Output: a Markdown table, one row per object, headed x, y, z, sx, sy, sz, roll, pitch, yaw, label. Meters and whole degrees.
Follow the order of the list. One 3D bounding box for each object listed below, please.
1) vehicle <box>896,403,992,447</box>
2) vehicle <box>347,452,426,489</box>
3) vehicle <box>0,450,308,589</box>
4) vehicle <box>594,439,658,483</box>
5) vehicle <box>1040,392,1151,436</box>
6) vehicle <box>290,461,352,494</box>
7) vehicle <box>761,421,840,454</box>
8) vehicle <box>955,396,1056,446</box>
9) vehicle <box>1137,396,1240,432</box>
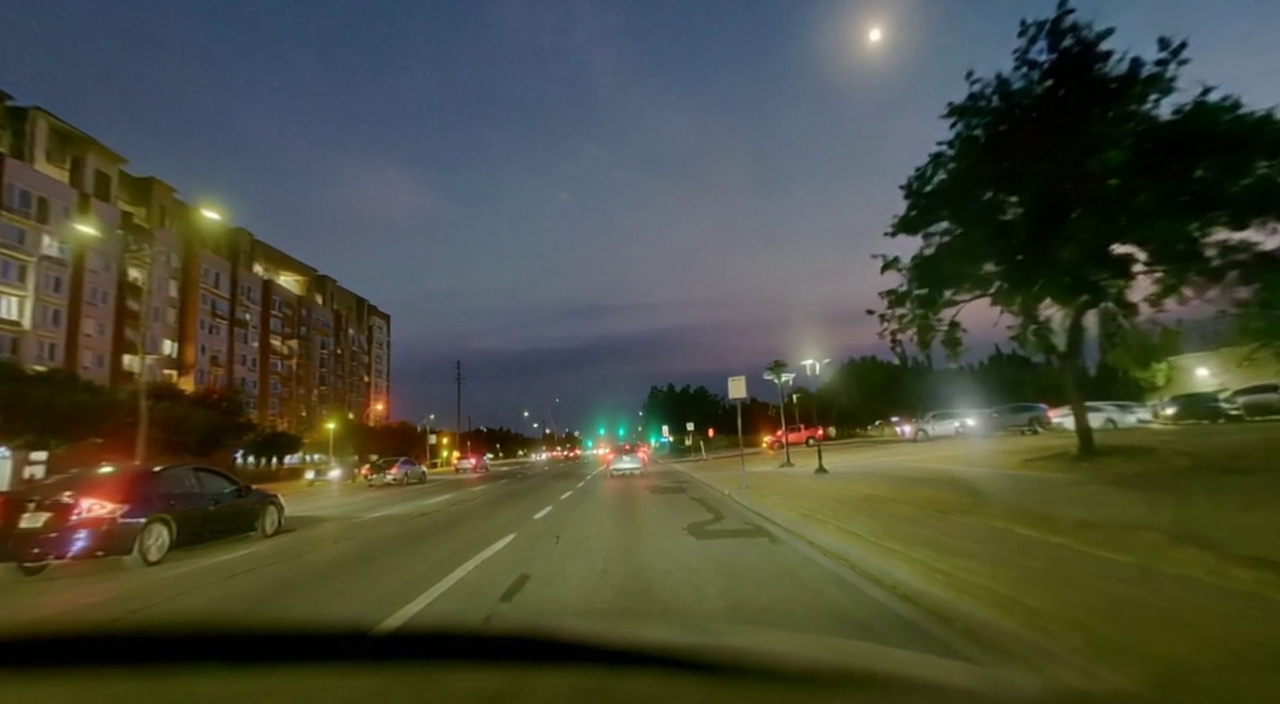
| x | y | z | sx | sy | sz | roll | pitch | yaw | label |
| --- | --- | --- | --- | --- | --- | --- | --- | --- | --- |
| 15.635 | 3.878 | 32.900 | 2.395 | 2.028 | 5.135 | 0 | -9 | -1 | vehicle |
| -11.293 | 5.290 | 28.558 | 2.024 | 1.484 | 4.592 | 1 | -9 | -5 | vehicle |
| -7.008 | 2.165 | 9.137 | 1.906 | 1.449 | 4.576 | 0 | -9 | 0 | vehicle |
| -0.522 | 3.960 | 23.262 | 2.099 | 1.469 | 4.389 | 0 | -9 | -2 | vehicle |
| 23.849 | 3.332 | 33.319 | 2.118 | 1.724 | 4.361 | -8 | -9 | -6 | vehicle |
| -23.204 | 9.110 | 46.162 | 2.145 | 2.074 | 4.630 | 0 | -9 | -1 | vehicle |
| 12.525 | 6.662 | 49.652 | 5.253 | 2.014 | 2.666 | -5 | -5 | -5 | vehicle |
| 18.413 | 3.587 | 32.112 | 2.002 | 2.015 | 4.254 | -8 | -9 | -6 | vehicle |
| 29.263 | 3.317 | 33.917 | 1.882 | 1.730 | 4.753 | -3 | -6 | 10 | vehicle |
